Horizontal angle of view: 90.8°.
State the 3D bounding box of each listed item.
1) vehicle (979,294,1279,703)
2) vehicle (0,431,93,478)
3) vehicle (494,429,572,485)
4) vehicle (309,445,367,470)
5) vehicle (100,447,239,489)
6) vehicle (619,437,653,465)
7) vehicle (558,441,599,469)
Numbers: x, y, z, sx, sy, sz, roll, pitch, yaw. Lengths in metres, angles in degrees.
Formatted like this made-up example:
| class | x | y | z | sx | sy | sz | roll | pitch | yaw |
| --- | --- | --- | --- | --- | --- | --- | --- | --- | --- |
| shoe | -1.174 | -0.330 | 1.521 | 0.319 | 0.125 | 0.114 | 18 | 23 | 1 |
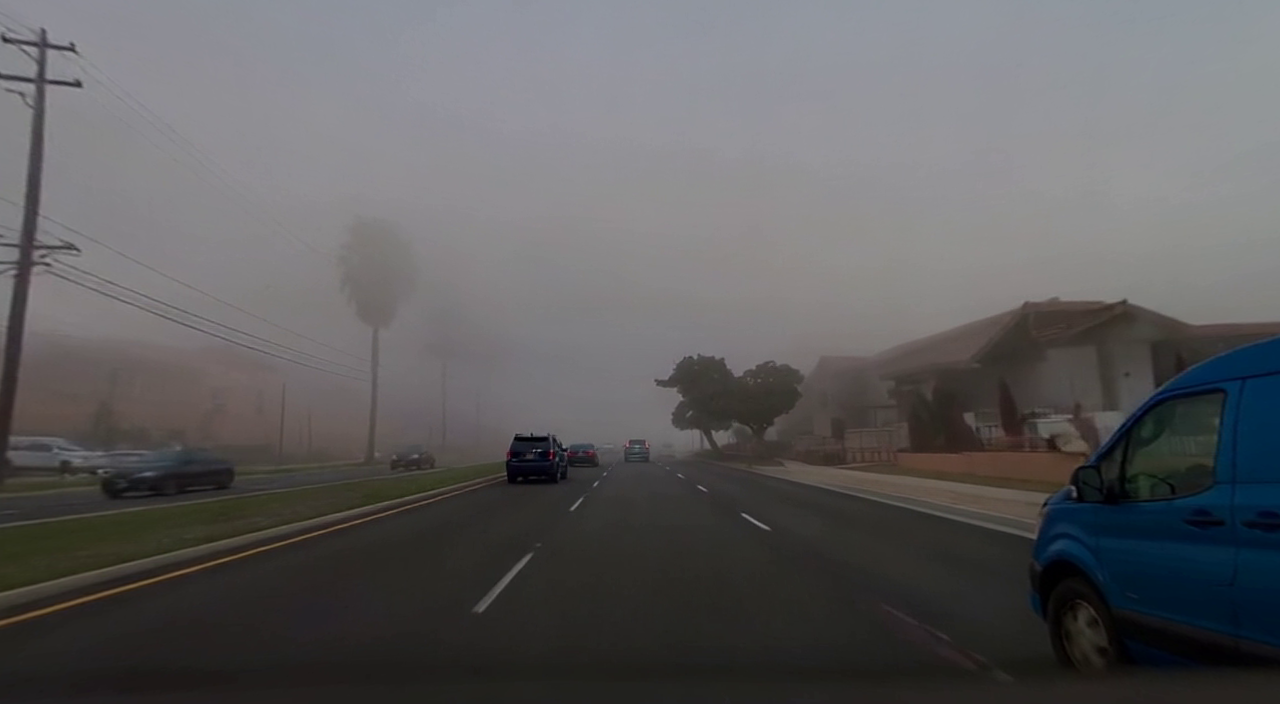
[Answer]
| class | x | y | z | sx | sy | sz | roll | pitch | yaw |
| --- | --- | --- | --- | --- | --- | --- | --- | --- | --- |
| vehicle | 3.633 | 0.688 | 2.125 | 2.234 | 1.912 | 4.847 | 0 | -8 | 0 |
| vehicle | -30.180 | 4.948 | 30.540 | 5.583 | 2.103 | 2.086 | -1 | -6 | 2 |
| vehicle | -3.527 | 3.559 | 21.612 | 1.967 | 1.703 | 4.157 | 0 | -8 | 0 |
| vehicle | -22.182 | 7.744 | 46.601 | 1.994 | 1.651 | 4.681 | -1 | -8 | -1 |
| vehicle | -18.678 | 4.590 | 25.422 | 1.911 | 1.479 | 4.713 | 0 | -9 | 1 |
| vehicle | -0.291 | 6.725 | 42.939 | 2.191 | 1.761 | 3.857 | 0 | -8 | -2 |
| vehicle | -3.302 | 5.591 | 34.469 | 1.869 | 1.454 | 4.142 | 0 | -8 | -1 |
